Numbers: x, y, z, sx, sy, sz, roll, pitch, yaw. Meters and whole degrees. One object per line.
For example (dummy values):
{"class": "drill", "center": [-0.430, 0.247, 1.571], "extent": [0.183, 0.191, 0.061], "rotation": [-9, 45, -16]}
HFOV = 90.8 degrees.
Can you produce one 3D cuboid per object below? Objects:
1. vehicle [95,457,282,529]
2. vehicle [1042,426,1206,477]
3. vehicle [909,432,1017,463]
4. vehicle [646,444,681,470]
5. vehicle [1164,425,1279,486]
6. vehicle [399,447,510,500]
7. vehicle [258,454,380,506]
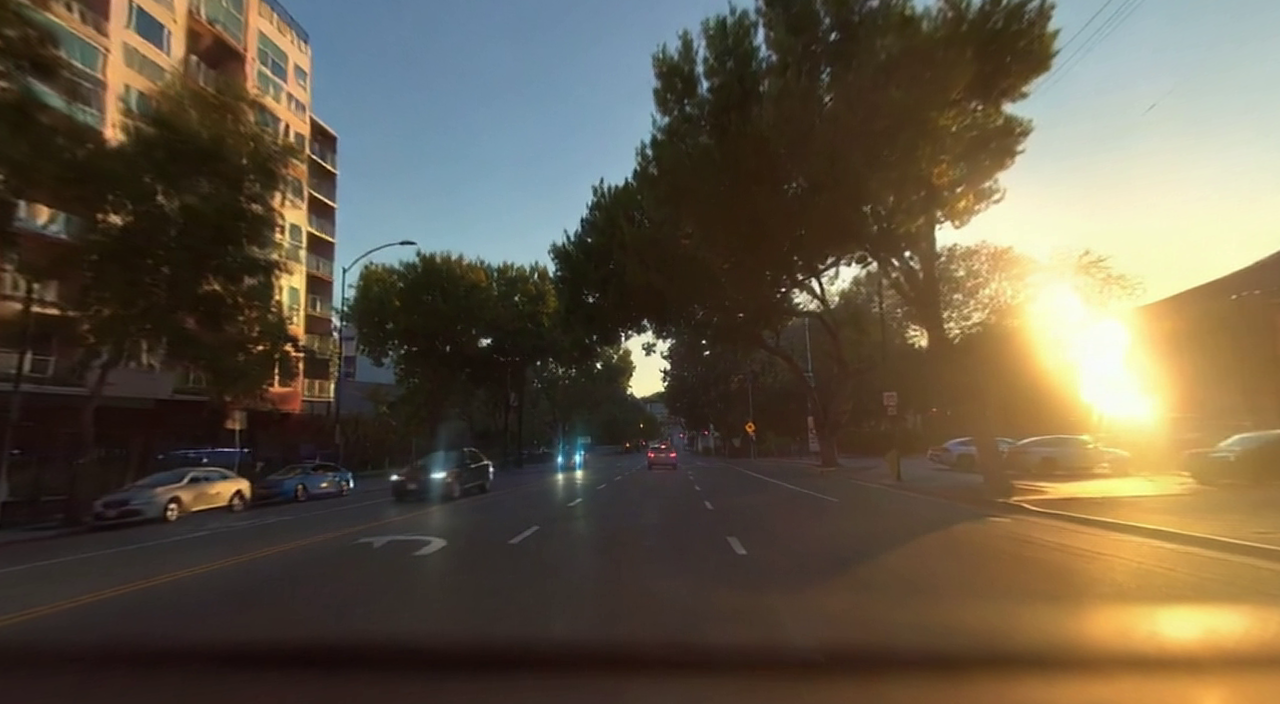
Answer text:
{"class": "vehicle", "center": [-12.357, 3.816, 17.704], "extent": [1.997, 1.668, 4.084], "rotation": [0, -8, 4]}
{"class": "vehicle", "center": [16.240, 3.360, 21.360], "extent": [3.922, 1.420, 1.784], "rotation": [-4, -9, 3]}
{"class": "vehicle", "center": [16.624, 4.936, 32.677], "extent": [4.540, 1.547, 1.841], "rotation": [-1, -8, 5]}
{"class": "vehicle", "center": [1.463, 6.370, 38.505], "extent": [2.051, 1.454, 4.132], "rotation": [0, -8, 3]}
{"class": "vehicle", "center": [16.189, 2.604, 16.001], "extent": [3.620, 1.412, 2.472], "rotation": [0, -8, 3]}
{"class": "vehicle", "center": [-5.787, 3.819, 20.318], "extent": [1.993, 1.463, 4.265], "rotation": [0, -8, 4]}
{"class": "vehicle", "center": [-11.998, 4.776, 24.068], "extent": [2.016, 1.627, 4.742], "rotation": [-3, -8, 3]}
